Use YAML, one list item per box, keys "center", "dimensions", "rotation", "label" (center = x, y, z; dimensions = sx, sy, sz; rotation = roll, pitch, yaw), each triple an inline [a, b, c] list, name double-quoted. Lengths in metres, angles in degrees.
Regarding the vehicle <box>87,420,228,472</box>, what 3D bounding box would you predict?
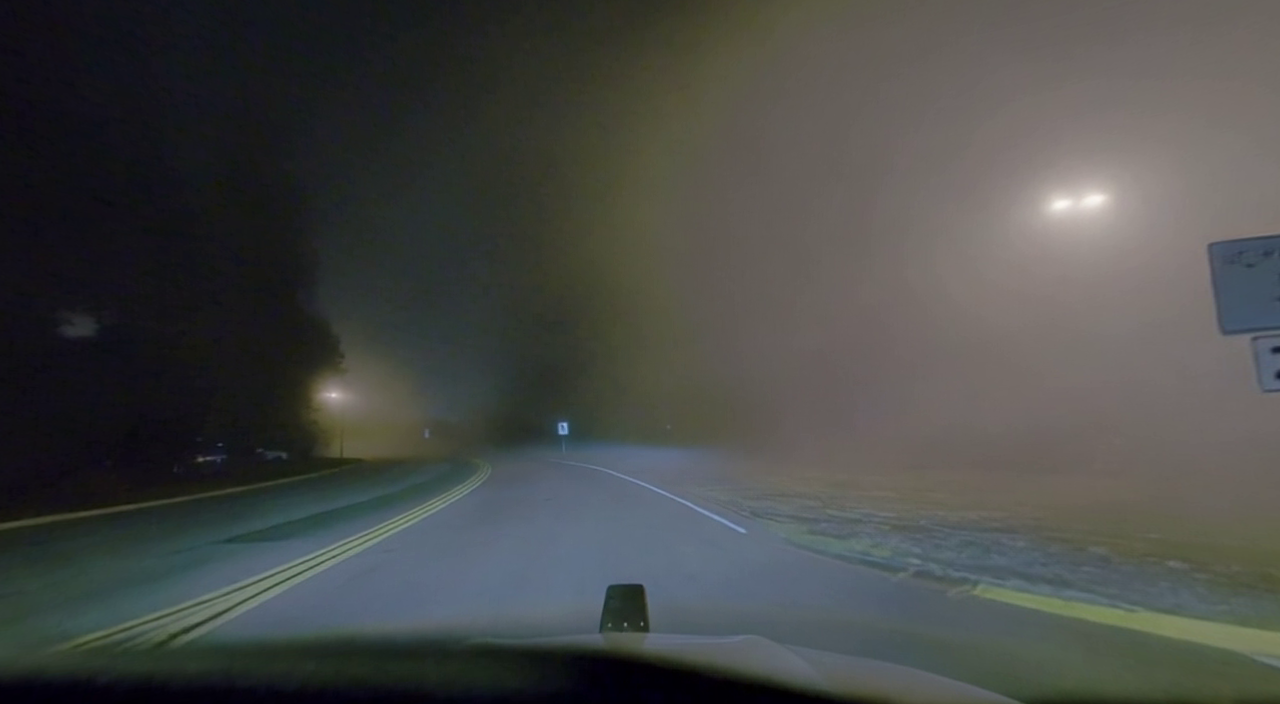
- center: [-19.764, 3.860, 25.860]
  dimensions: [4.699, 1.996, 2.116]
  rotation: [-3, -9, 17]
  label: "vehicle"
